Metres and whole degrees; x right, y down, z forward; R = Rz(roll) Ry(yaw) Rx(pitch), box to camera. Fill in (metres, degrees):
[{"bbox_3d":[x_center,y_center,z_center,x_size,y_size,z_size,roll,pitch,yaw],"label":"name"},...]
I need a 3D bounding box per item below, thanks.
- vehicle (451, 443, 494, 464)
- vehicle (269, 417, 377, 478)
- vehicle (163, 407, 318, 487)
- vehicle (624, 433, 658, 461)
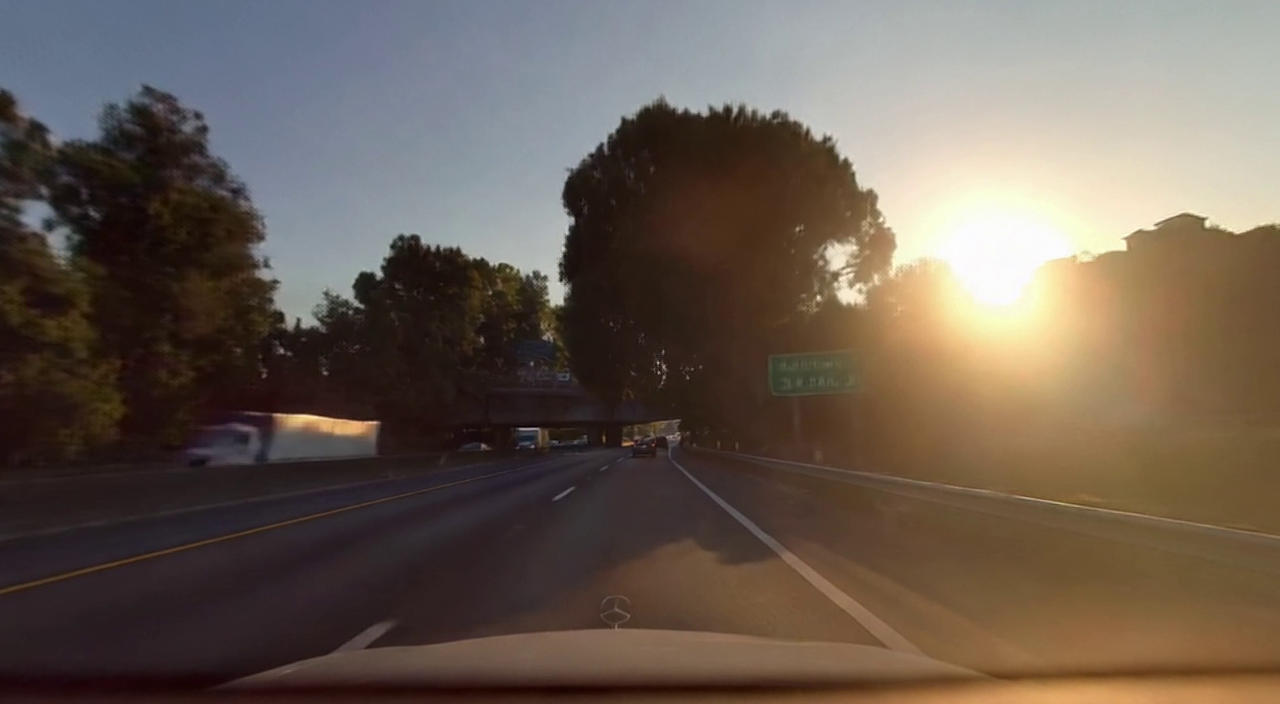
[{"bbox_3d":[-12.645,7.678,47.878,1.935,1.490,4.367,-1,-8,2],"label":"vehicle"},{"bbox_3d":[-17.842,5.431,35.973,2.761,3.164,6.270,-1,-8,1],"label":"vehicle"},{"bbox_3d":[-17.996,4.344,29.024,2.670,3.221,6.504,-1,-8,2],"label":"vehicle"},{"bbox_3d":[0.090,6.566,43.701,2.188,1.825,4.282,-1,-8,1],"label":"vehicle"}]
